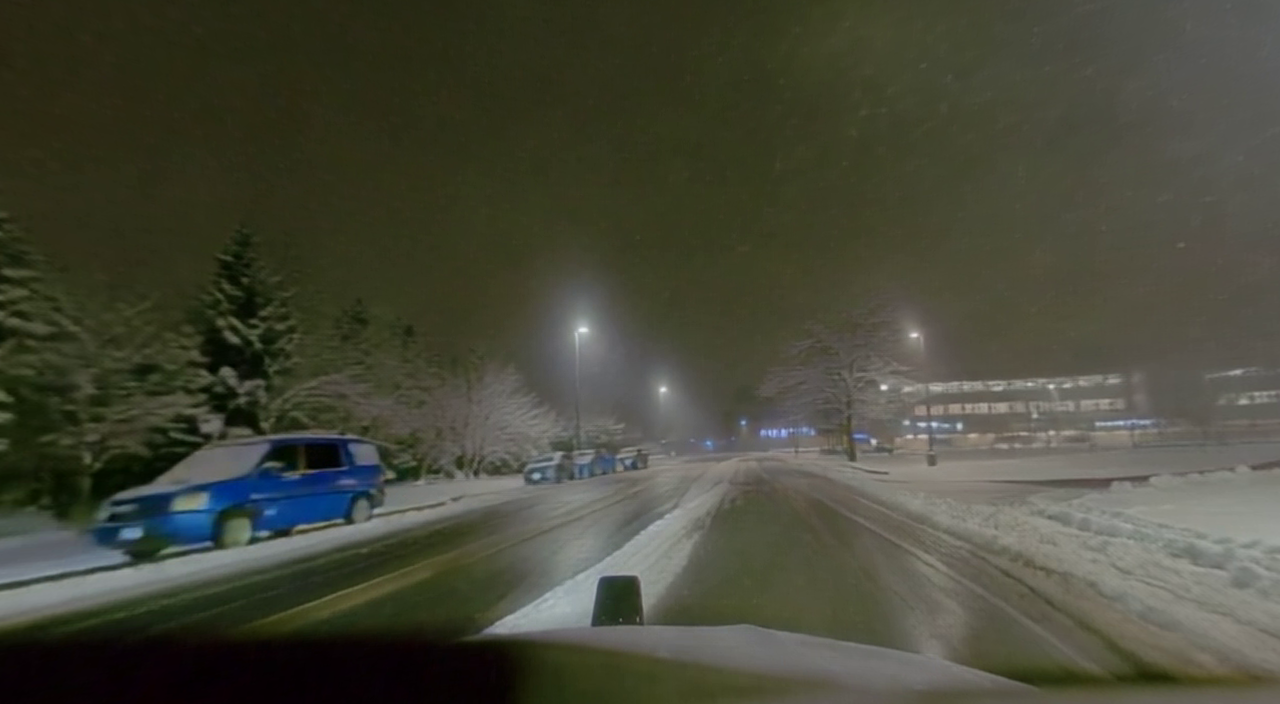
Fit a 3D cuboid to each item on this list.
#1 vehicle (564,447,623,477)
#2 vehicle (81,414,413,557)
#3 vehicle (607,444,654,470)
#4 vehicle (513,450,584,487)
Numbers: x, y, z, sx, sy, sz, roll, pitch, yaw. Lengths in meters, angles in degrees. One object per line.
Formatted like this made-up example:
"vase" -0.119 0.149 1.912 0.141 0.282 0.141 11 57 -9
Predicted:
"vehicle" -2.474 5.969 34.576 2.038 1.525 4.383 -2 -9 12
"vehicle" -7.262 2.495 12.766 2.433 2.193 5.547 -2 -9 11
"vehicle" -0.581 7.392 44.862 2.360 1.741 4.912 -2 -9 11
"vehicle" -4.038 5.221 28.530 1.938 1.191 3.630 -8 -8 11
